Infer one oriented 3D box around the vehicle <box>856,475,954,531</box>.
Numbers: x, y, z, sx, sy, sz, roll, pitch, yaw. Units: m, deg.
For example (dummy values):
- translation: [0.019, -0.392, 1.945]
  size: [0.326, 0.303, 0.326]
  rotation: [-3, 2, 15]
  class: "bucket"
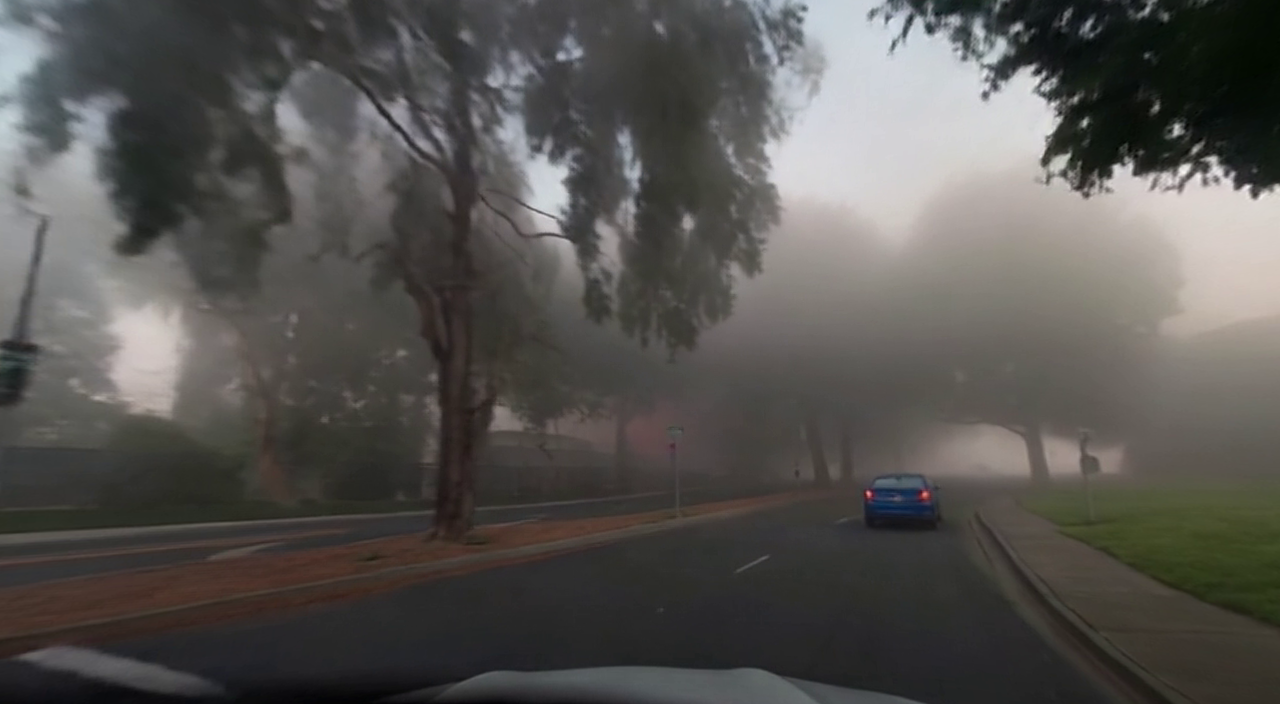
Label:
- translation: [7.485, 4.069, 17.469]
  size: [1.972, 1.250, 5.282]
  rotation: [-5, -12, 27]
  class: "vehicle"
